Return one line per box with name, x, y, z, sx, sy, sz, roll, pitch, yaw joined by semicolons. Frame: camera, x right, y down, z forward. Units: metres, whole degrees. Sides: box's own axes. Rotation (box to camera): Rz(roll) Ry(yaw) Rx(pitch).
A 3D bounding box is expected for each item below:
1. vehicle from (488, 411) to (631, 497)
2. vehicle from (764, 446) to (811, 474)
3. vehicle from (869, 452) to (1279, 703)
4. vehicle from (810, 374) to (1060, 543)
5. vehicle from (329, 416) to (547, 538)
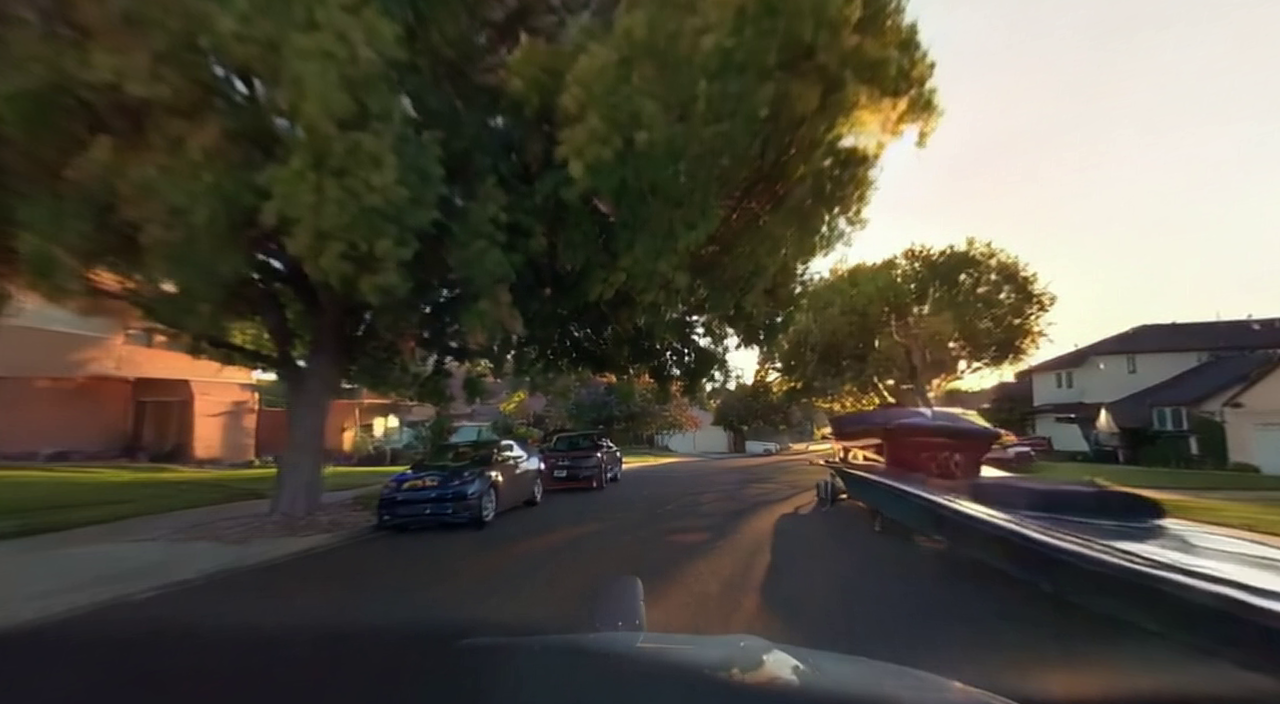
vehicle;-2.209;3.176;19.897;2.632;2.249;6.179;-2;-9;11
vehicle;8.361;6.153;36.041;1.998;1.489;4.722;-1;-9;5
vehicle;4.452;1.778;5.984;2.804;1.336;6.700;1;-7;7
vehicle;5.279;2.054;12.569;2.697;2.558;5.635;-1;-9;6
vehicle;-3.328;2.186;11.632;2.052;1.745;4.737;-1;-9;6
